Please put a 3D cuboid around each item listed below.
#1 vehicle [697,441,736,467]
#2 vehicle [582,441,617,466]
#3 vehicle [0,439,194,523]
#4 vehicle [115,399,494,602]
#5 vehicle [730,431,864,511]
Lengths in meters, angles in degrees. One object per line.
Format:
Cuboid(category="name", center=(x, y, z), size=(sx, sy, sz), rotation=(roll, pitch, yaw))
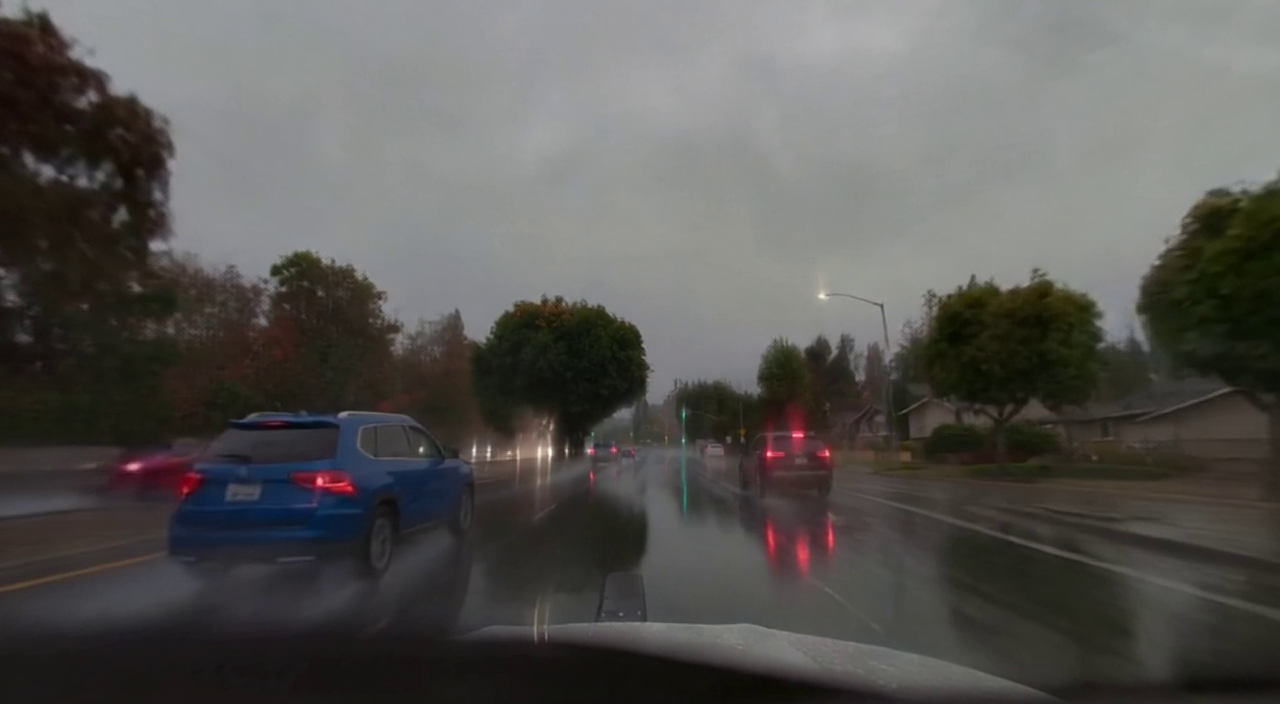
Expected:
Cuboid(category="vehicle", center=(5.182, 6.932, 43.170), size=(2.169, 1.669, 4.037), rotation=(0, -8, 0))
Cuboid(category="vehicle", center=(-2.668, 6.803, 42.426), size=(1.988, 1.569, 4.202), rotation=(0, -8, 1))
Cuboid(category="vehicle", center=(-12.082, 2.656, 13.523), size=(1.993, 1.456, 4.327), rotation=(-3, -8, -1))
Cuboid(category="vehicle", center=(-3.371, 1.585, 7.696), size=(2.045, 1.688, 4.632), rotation=(0, -8, 0))
Cuboid(category="vehicle", center=(3.625, 2.834, 15.576), size=(2.132, 1.659, 4.387), rotation=(0, -8, -1))
